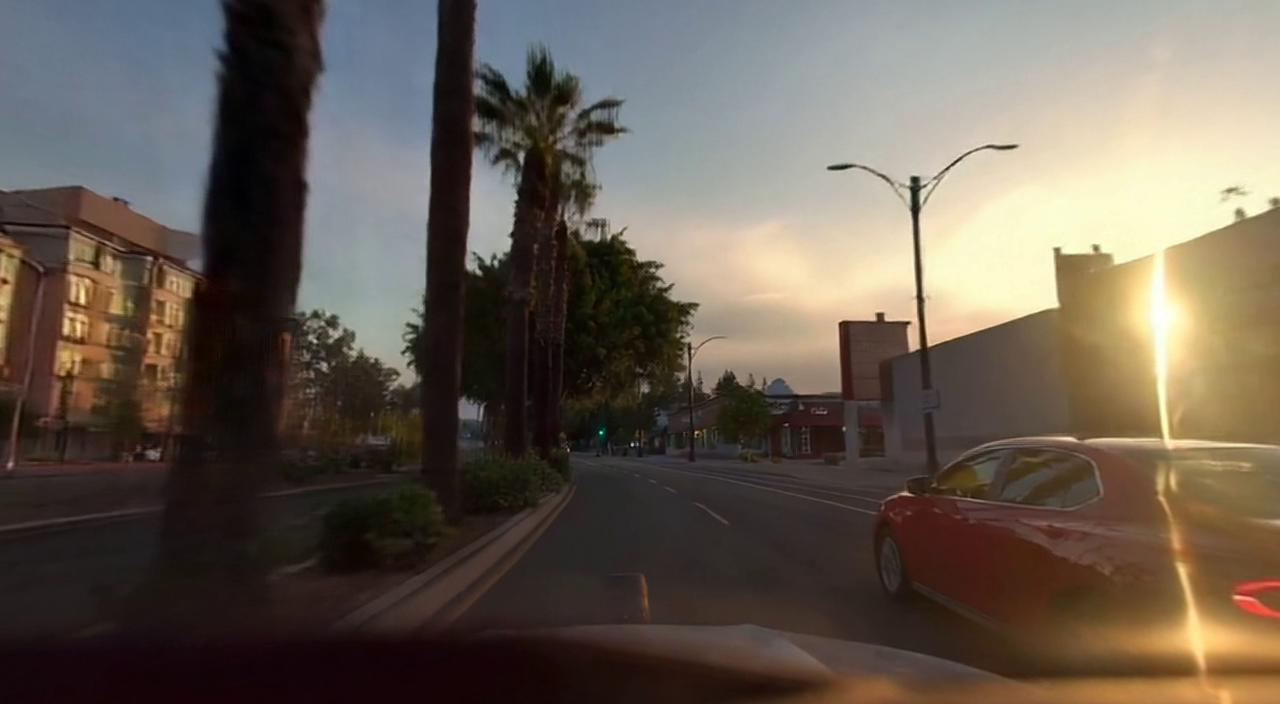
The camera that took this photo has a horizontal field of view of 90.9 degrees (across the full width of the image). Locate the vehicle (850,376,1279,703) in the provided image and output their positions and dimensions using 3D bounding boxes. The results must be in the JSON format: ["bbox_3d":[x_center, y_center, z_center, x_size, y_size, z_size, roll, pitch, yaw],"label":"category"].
[{"bbox_3d":[3.113,1.158,4.178,1.867,1.554,4.301,0,-8,-1],"label":"vehicle"}]
